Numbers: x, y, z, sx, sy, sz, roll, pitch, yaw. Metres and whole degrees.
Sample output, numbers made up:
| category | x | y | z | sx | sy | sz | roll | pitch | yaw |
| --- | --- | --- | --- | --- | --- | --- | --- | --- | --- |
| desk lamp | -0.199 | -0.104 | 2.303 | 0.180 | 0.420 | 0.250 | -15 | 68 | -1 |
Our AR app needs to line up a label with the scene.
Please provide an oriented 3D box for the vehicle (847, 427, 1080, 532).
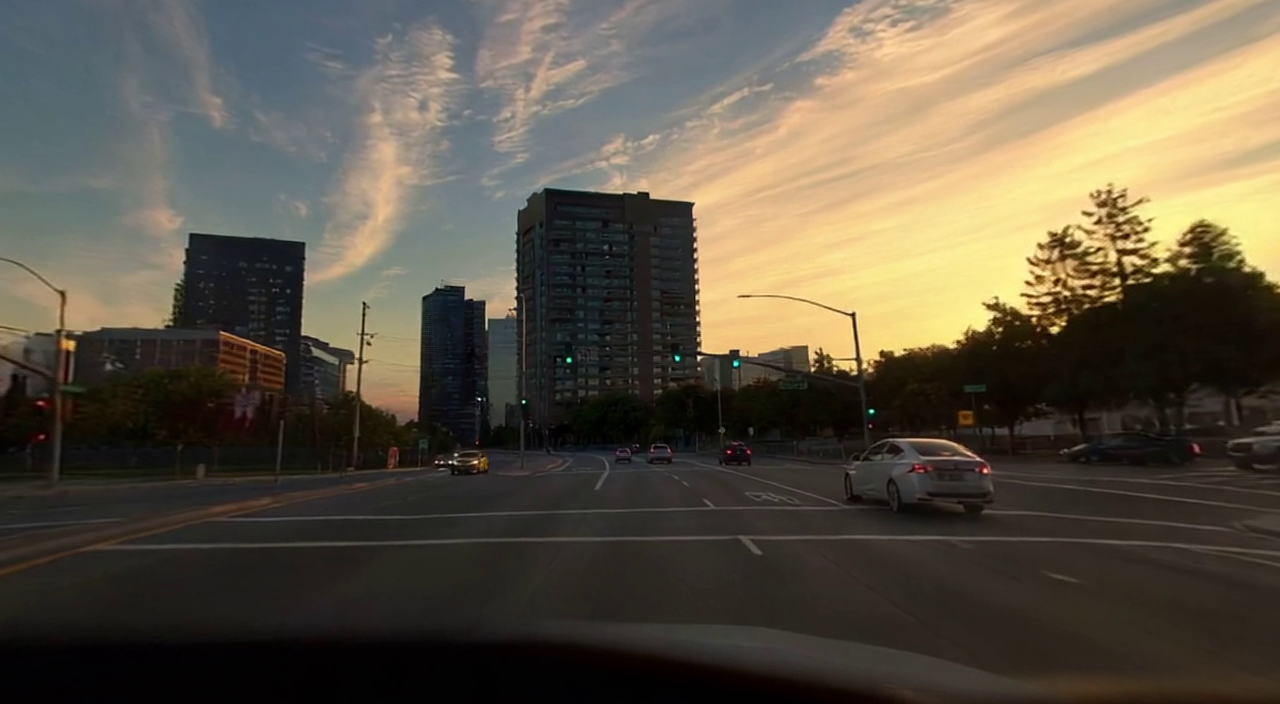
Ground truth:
| category | x | y | z | sx | sy | sz | roll | pitch | yaw |
| --- | --- | --- | --- | --- | --- | --- | --- | --- | --- |
| vehicle | 5.803 | 2.330 | 12.094 | 2.056 | 1.624 | 4.498 | 0 | -8 | 0 |

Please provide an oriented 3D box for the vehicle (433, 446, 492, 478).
| category | x | y | z | sx | sy | sz | roll | pitch | yaw |
| --- | --- | --- | --- | --- | --- | --- | --- | --- | --- |
| vehicle | -10.154 | 6.302 | 36.284 | 2.022 | 1.673 | 4.393 | 0 | -8 | 2 |

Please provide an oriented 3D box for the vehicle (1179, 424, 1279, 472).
| category | x | y | z | sx | sy | sz | roll | pitch | yaw |
| --- | --- | --- | --- | --- | --- | --- | --- | --- | --- |
| vehicle | 21.285 | 3.192 | 20.942 | 4.619 | 1.501 | 2.024 | 0 | -9 | 1 |

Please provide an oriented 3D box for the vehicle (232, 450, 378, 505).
| category | x | y | z | sx | sy | sz | roll | pitch | yaw |
| --- | --- | --- | --- | --- | --- | --- | --- | --- | --- |
| vehicle | -10.626 | 3.970 | 20.411 | 1.986 | 1.505 | 4.693 | 0 | -8 | 3 |

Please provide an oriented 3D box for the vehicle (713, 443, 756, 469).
| category | x | y | z | sx | sy | sz | roll | pitch | yaw |
| --- | --- | --- | --- | --- | --- | --- | --- | --- | --- |
| vehicle | 5.851 | 6.524 | 39.429 | 1.924 | 1.527 | 4.268 | 0 | -8 | -1 |

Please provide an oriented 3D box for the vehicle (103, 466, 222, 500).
| category | x | y | z | sx | sy | sz | roll | pitch | yaw |
| --- | --- | --- | --- | --- | --- | --- | --- | --- | --- |
| vehicle | -25.785 | 7.040 | 34.094 | 1.904 | 1.497 | 4.685 | -5 | -10 | 31 |

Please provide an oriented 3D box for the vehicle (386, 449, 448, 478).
| category | x | y | z | sx | sy | sz | roll | pitch | yaw |
| --- | --- | --- | --- | --- | --- | --- | --- | --- | --- |
| vehicle | -14.877 | 7.464 | 42.173 | 1.932 | 1.768 | 4.765 | -1 | -9 | 6 |

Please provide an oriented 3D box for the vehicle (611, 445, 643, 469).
| category | x | y | z | sx | sy | sz | roll | pitch | yaw |
| --- | --- | --- | --- | --- | --- | --- | --- | --- | --- |
| vehicle | -0.873 | 6.775 | 40.745 | 2.026 | 1.453 | 3.780 | 0 | -8 | -2 |
